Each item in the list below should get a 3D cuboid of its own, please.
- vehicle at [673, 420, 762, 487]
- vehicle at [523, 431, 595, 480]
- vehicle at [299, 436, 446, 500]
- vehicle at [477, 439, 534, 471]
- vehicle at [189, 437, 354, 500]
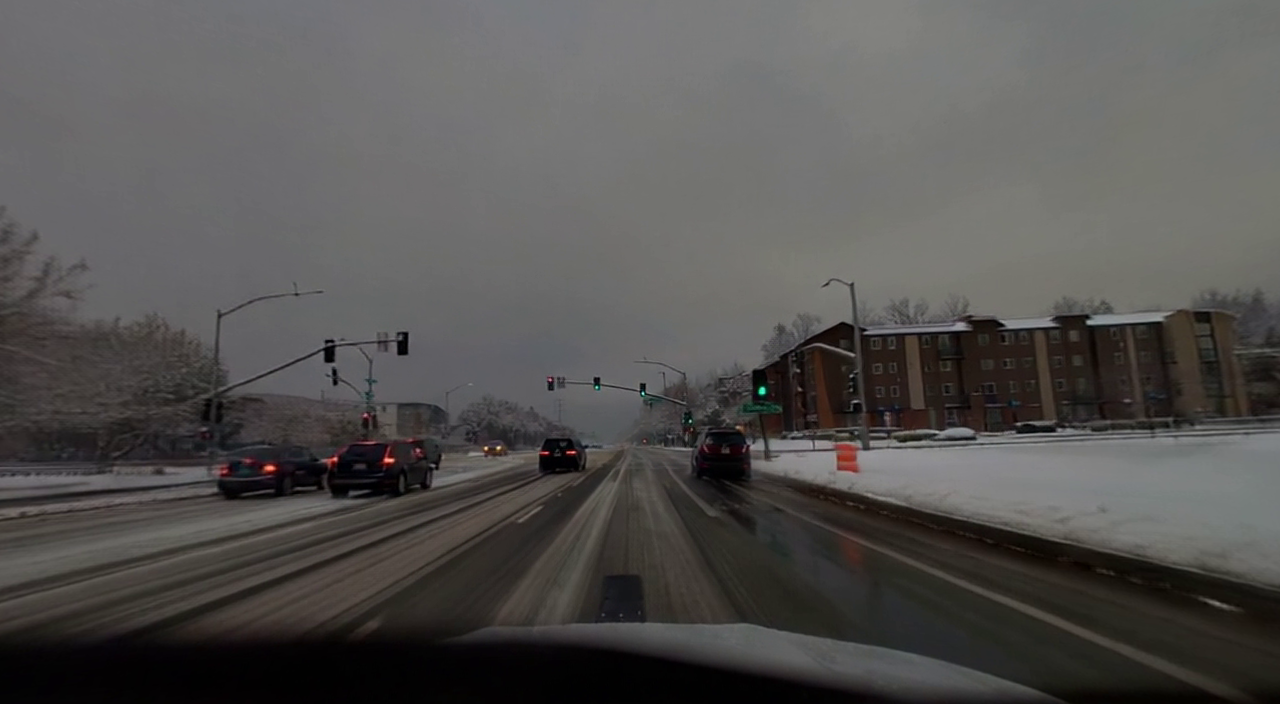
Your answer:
[{"bbox_3d":[2.273,3.152,19.804,2.197,1.835,4.316,0,-8,-1],"label":"vehicle"},{"bbox_3d":[-2.893,3.822,23.535,2.121,1.654,3.993,0,-8,1],"label":"vehicle"},{"bbox_3d":[-7.069,3.091,17.336,1.928,1.488,4.635,0,-8,1],"label":"vehicle"},{"bbox_3d":[-6.653,5.115,31.662,1.993,1.492,3.666,0,-8,1],"label":"vehicle"},{"bbox_3d":[-9.889,3.144,17.480,1.874,1.492,4.475,0,-8,0],"label":"vehicle"}]
